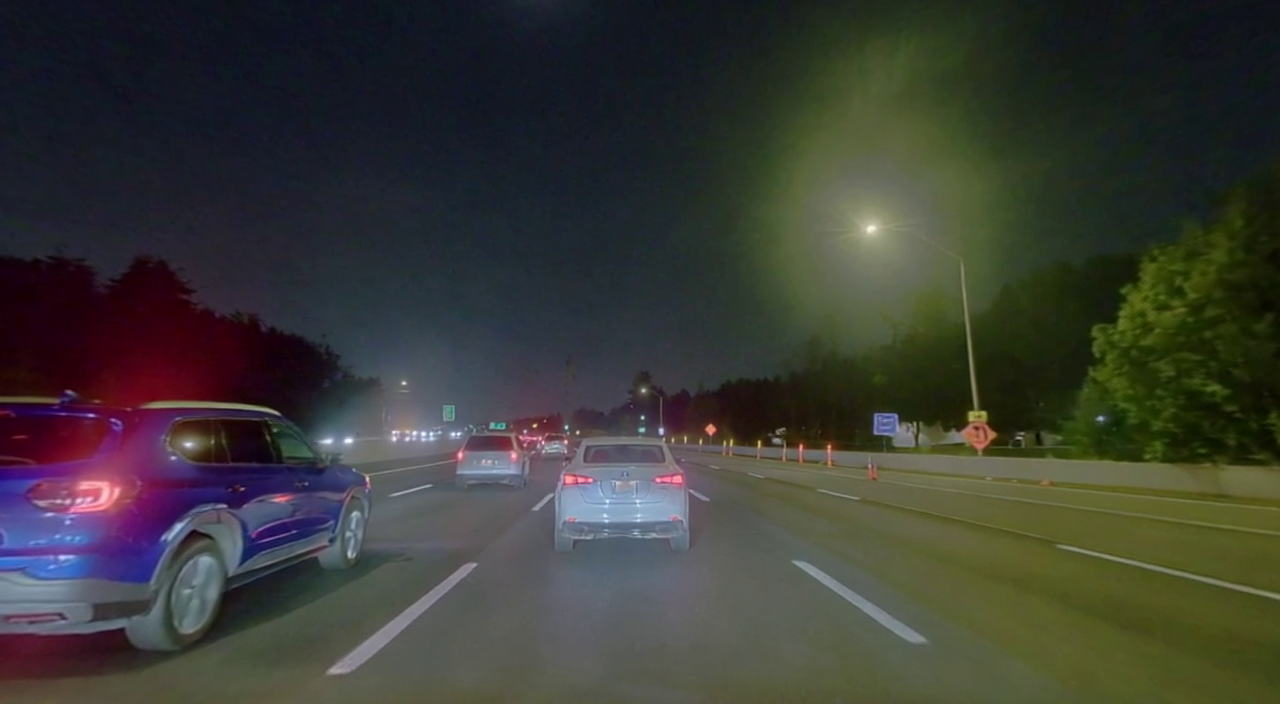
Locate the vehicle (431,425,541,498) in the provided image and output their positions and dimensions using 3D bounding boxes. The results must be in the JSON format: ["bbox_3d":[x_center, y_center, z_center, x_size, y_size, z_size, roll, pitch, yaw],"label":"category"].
[{"bbox_3d":[-3.975,2.904,17.091,1.982,1.727,4.057,0,-9,-1],"label":"vehicle"}]

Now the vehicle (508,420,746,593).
[{"bbox_3d":[-0.194,1.648,7.575,2.069,1.484,3.982,0,-9,-2],"label":"vehicle"}]

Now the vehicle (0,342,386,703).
[{"bbox_3d":[-3.667,1.103,4.563,2.025,1.708,4.089,0,-9,-2],"label":"vehicle"}]
